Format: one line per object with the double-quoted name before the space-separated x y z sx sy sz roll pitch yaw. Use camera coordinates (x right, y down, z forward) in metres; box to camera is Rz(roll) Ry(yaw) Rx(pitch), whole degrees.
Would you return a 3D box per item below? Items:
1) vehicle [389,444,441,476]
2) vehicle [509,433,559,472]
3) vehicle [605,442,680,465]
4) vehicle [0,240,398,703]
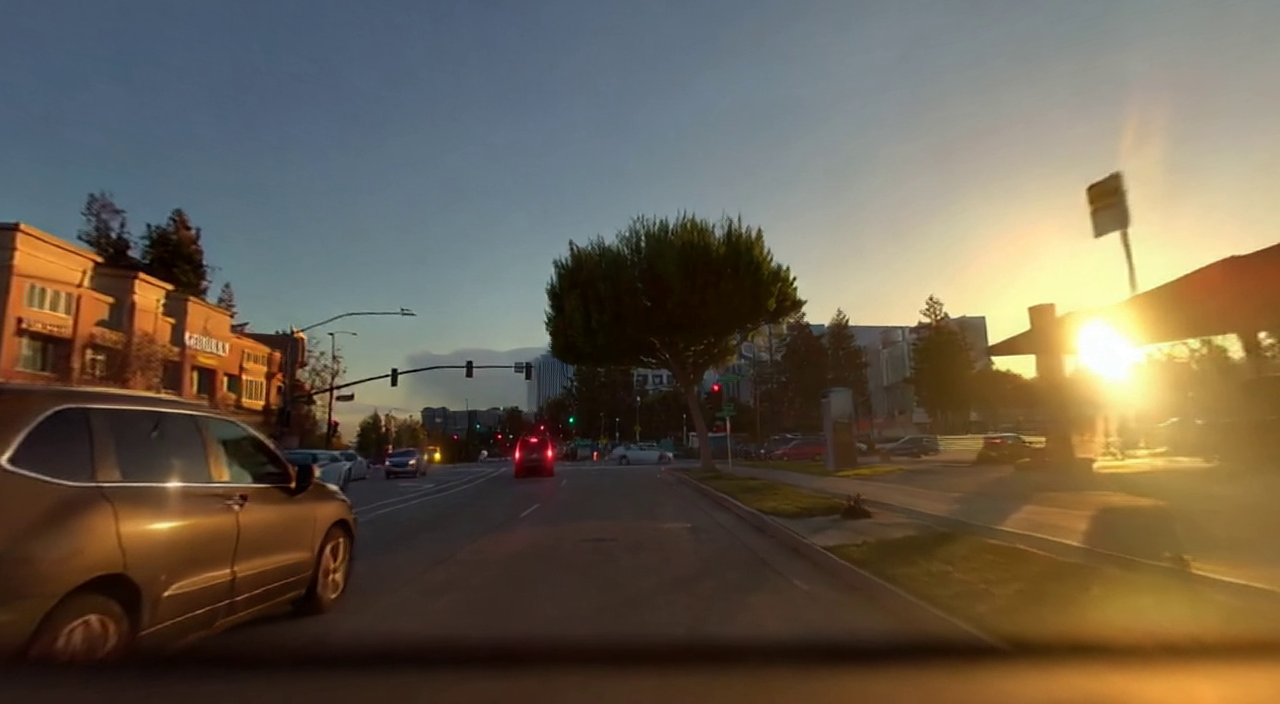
"vehicle" -12.186 5.853 34.506 1.925 1.631 4.250 1 -9 -10
"vehicle" -5.290 5.107 32.092 2.134 1.799 5.082 1 -9 -6
"vehicle" 0.146 7.578 47.457 5.257 1.627 2.161 -5 -10 30
"vehicle" -3.395 0.665 2.642 2.509 1.885 5.831 0 -9 -1
